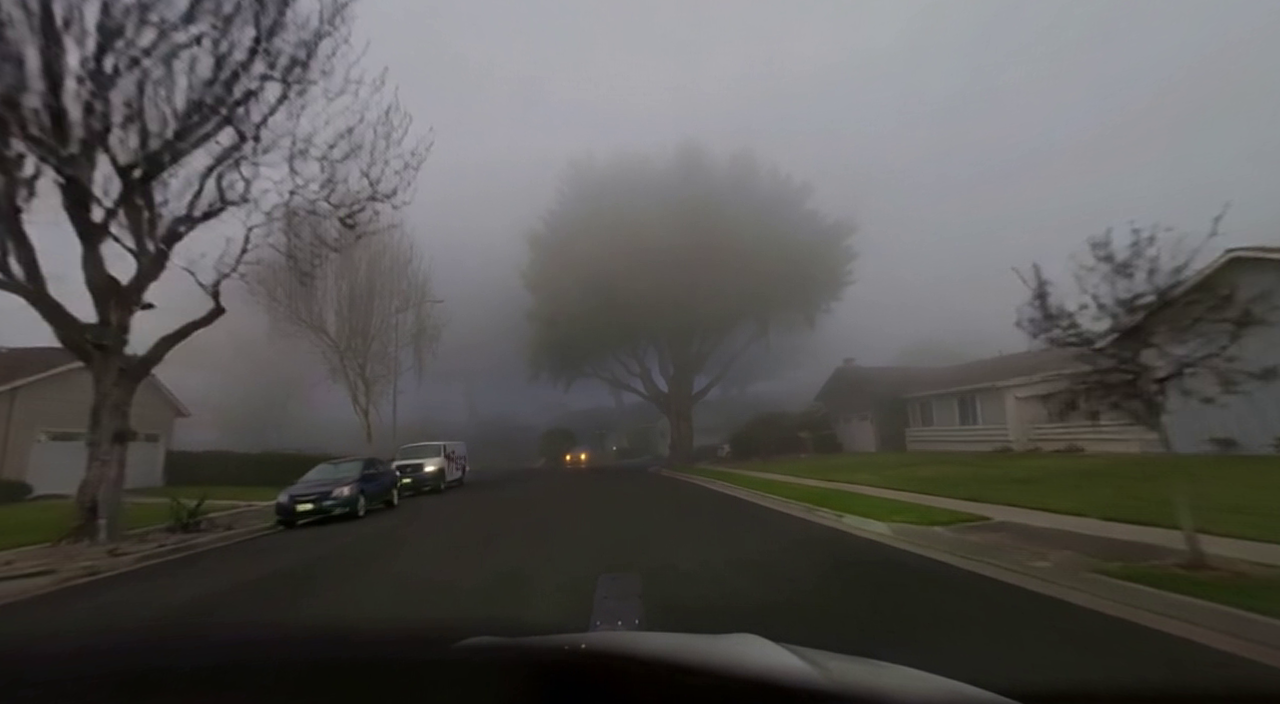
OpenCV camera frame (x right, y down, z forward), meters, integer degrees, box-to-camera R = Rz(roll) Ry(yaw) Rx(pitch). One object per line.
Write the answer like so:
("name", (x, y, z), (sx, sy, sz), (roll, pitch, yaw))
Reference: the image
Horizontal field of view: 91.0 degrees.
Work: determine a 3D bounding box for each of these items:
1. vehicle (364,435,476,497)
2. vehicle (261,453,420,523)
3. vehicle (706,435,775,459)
("vehicle", (-7.653, 4.020, 22.683), (2.338, 1.925, 5.725), (0, -9, -4))
("vehicle", (-6.954, 3.165, 15.185), (2.017, 1.397, 4.004), (0, -9, -3))
("vehicle", (7.245, 6.858, 45.591), (4.533, 1.557, 1.981), (2, -6, -14))
